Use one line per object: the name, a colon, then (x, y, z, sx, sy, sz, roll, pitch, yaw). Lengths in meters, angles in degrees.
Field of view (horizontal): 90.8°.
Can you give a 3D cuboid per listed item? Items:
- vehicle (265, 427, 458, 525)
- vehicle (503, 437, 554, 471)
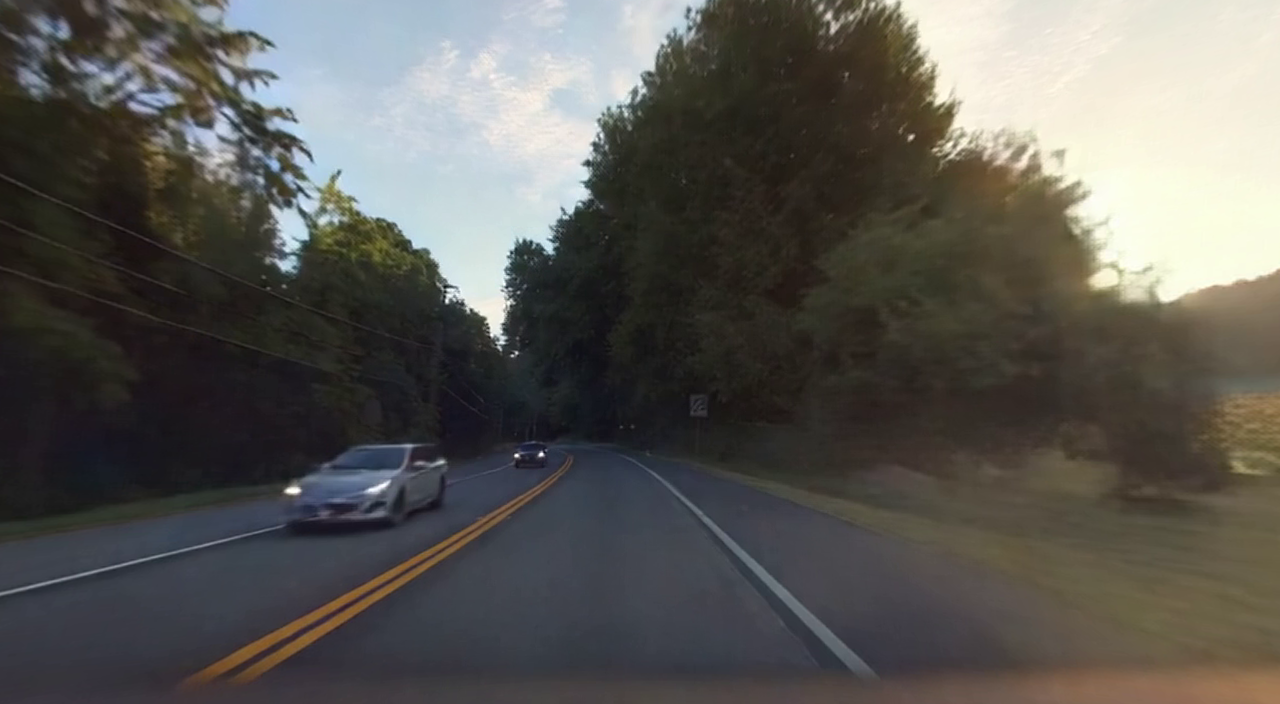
vehicle: (-5.486, 2.479, 13.236, 2.143, 1.694, 4.326, 0, -8, -2)
vehicle: (-5.859, 5.392, 33.692, 2.165, 1.648, 4.605, 1, -8, -4)
